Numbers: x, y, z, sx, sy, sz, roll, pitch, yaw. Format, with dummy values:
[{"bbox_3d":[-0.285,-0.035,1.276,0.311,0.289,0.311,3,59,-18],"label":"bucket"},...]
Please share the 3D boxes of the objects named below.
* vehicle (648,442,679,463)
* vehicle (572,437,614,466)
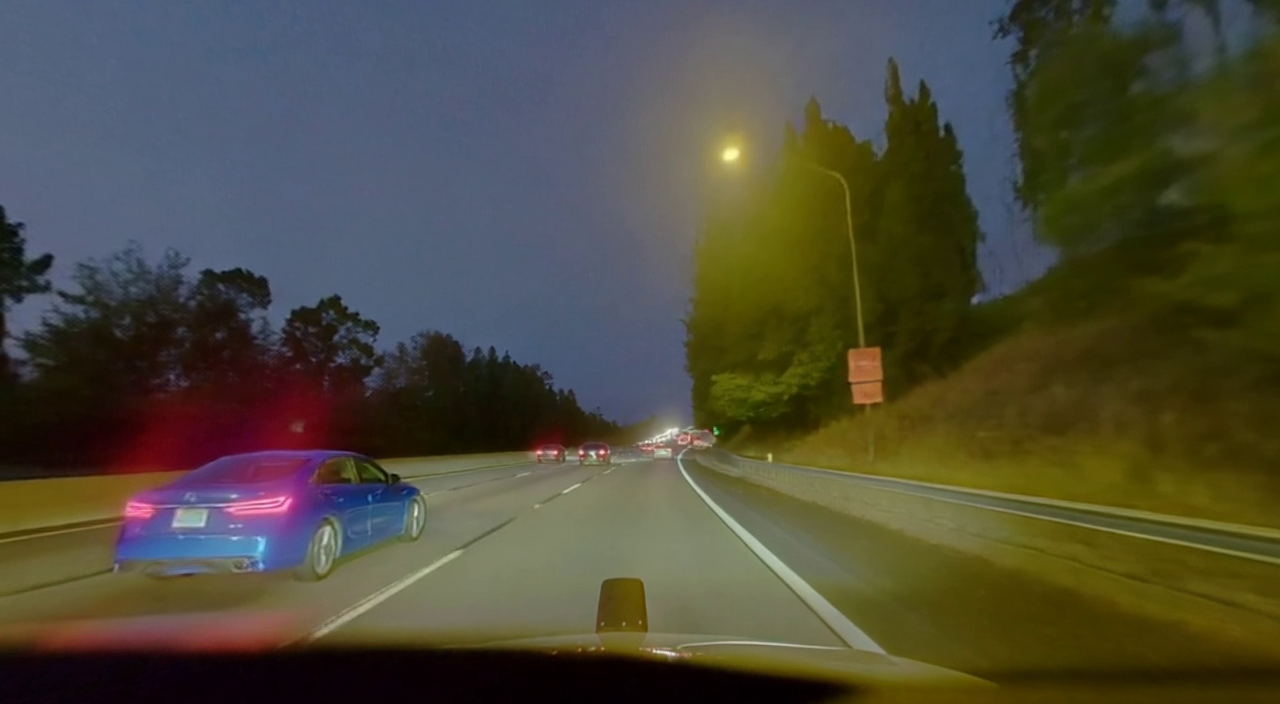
[{"bbox_3d":[1.773,7.325,46.245,2.113,1.464,4.073,0,-8,3],"label":"vehicle"},{"bbox_3d":[-2.879,6.291,39.981,2.071,1.716,4.363,-1,-8,3],"label":"vehicle"}]
